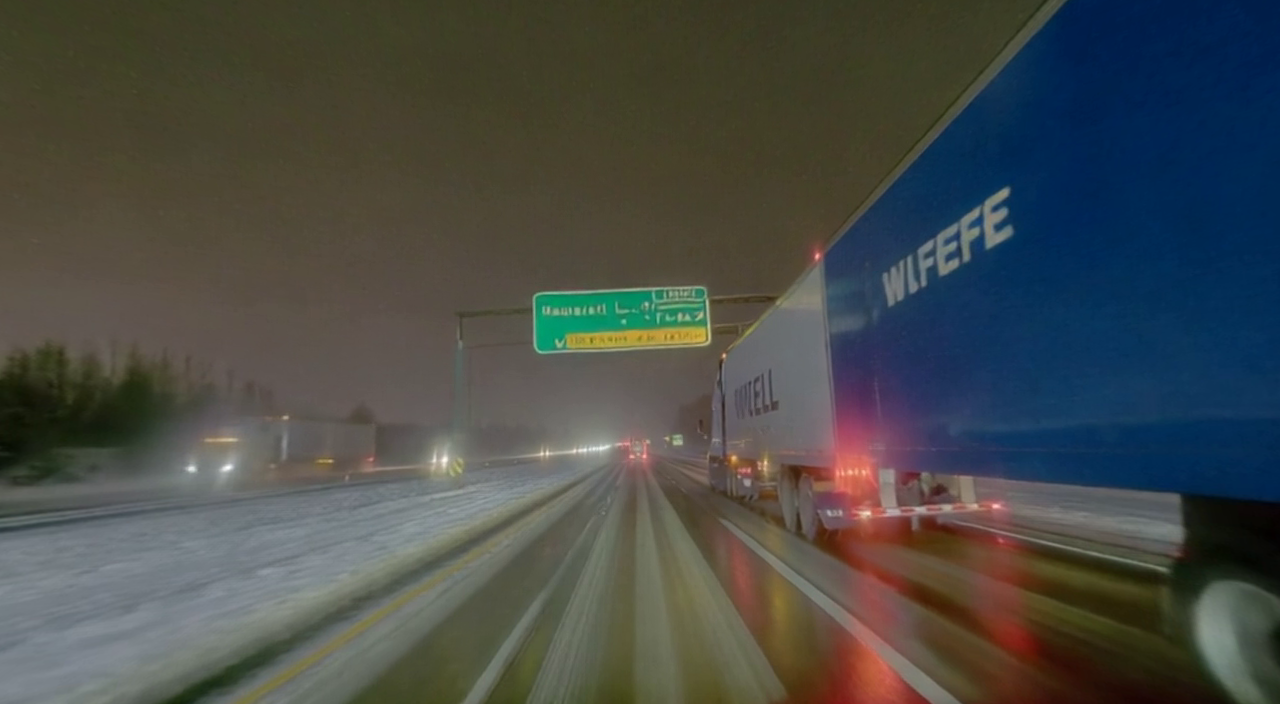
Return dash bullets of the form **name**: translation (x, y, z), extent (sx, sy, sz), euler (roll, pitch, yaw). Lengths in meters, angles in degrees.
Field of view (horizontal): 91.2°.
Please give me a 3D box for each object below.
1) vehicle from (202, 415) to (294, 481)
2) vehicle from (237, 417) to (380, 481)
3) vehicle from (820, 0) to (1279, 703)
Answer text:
- **vehicle**: translation (-23.324, 5.743, 37.493), extent (2.904, 3.739, 3.648), euler (0, -9, 0)
- **vehicle**: translation (-23.280, 7.041, 45.550), extent (2.896, 3.850, 14.049), euler (0, -9, -1)
- **vehicle**: translation (4.006, 0.054, 4.246), extent (2.869, 4.013, 8.610), euler (0, -9, 0)
